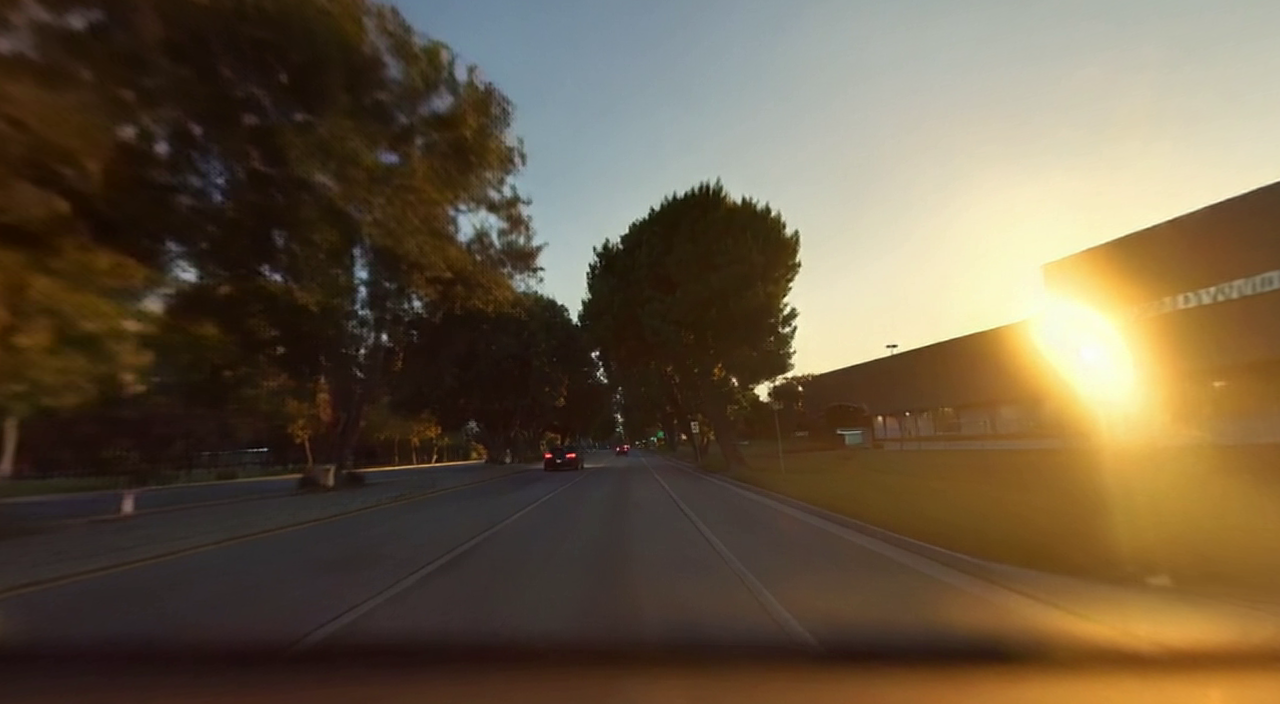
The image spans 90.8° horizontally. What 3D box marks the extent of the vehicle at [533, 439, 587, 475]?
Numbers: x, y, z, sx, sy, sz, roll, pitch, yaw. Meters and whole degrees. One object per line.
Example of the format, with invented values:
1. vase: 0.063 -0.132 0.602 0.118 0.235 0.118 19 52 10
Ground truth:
1. vehicle: -4.058 5.408 32.840 2.202 1.685 4.772 0 -9 0
